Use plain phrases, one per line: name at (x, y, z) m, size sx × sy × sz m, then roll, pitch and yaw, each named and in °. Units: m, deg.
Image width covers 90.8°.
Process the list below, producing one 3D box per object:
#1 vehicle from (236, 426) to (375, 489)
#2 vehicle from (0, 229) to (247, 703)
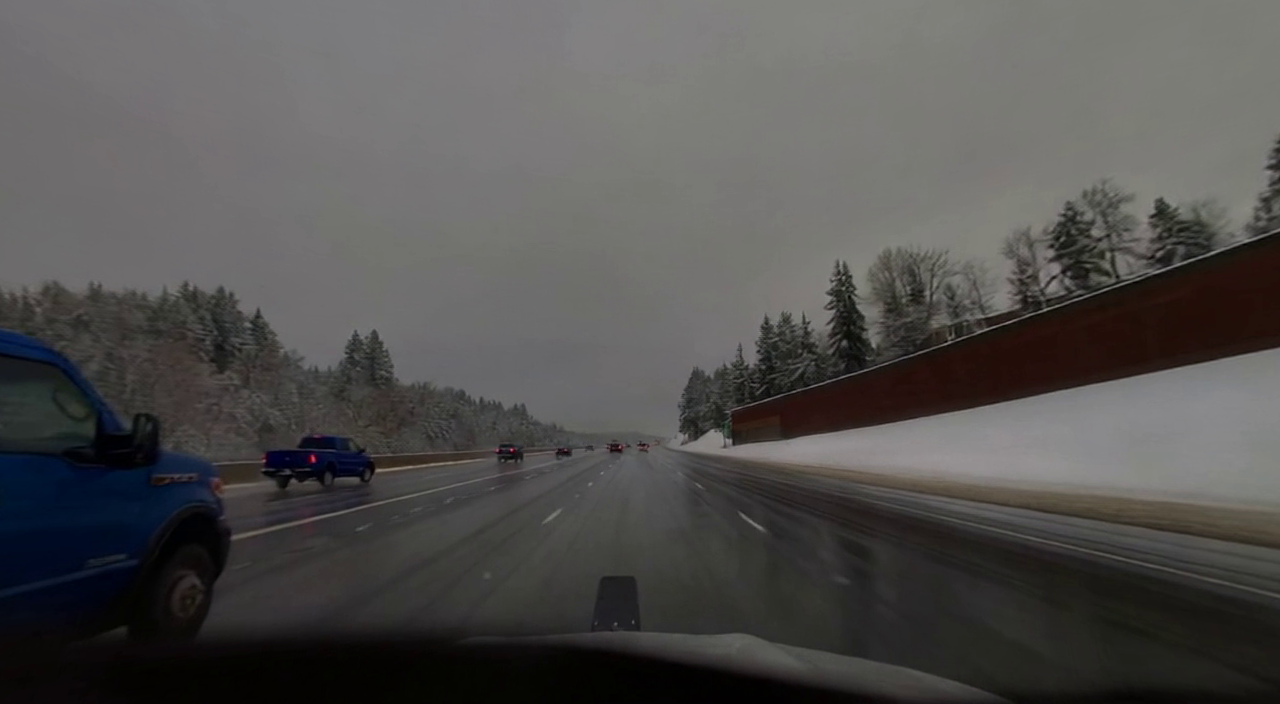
vehicle at (-11.062, 3.546, 21.438) m, size 2.012 × 1.875 × 4.895 m, roll 0°, pitch -9°, yaw 0°
vehicle at (-3.520, 0.349, 0.421) m, size 2.483 × 2.100 × 6.208 m, roll 0°, pitch -9°, yaw 0°
